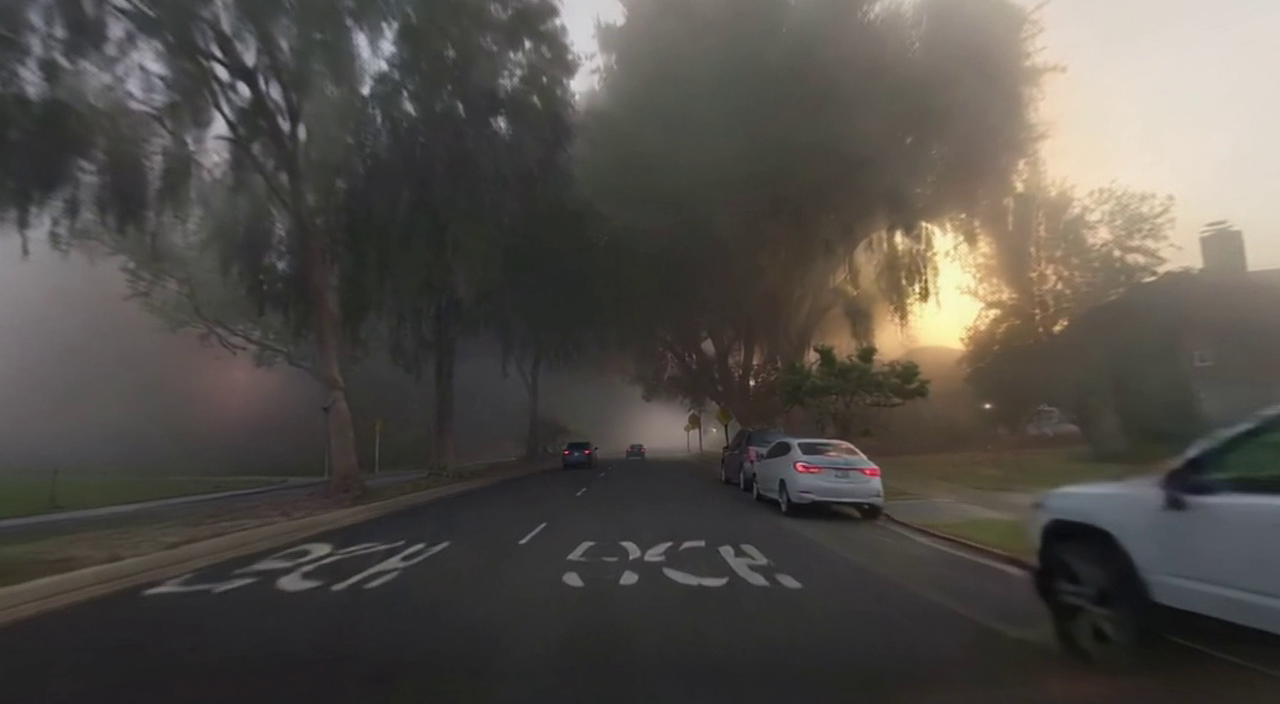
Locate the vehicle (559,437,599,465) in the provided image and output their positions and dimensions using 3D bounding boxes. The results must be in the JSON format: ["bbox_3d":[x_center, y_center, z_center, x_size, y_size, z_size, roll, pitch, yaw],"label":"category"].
[{"bbox_3d":[-3.830,6.288,40.417,2.129,1.668,4.722,0,-8,0],"label":"vehicle"}]

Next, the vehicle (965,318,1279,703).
[{"bbox_3d":[3.682,0.747,2.103,2.273,1.860,5.077,0,-9,-3],"label":"vehicle"}]

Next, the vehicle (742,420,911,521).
[{"bbox_3d":[3.620,2.406,13.322,2.113,1.760,4.432,0,-9,-1],"label":"vehicle"}]

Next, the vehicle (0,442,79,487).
[{"bbox_3d":[-46.966,8.571,47.619,6.687,2.839,2.880,-6,-8,-1],"label":"vehicle"}]

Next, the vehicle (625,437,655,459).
[{"bbox_3d":[0.035,7.150,47.015,2.142,1.548,4.273,0,-8,0],"label":"vehicle"}]
